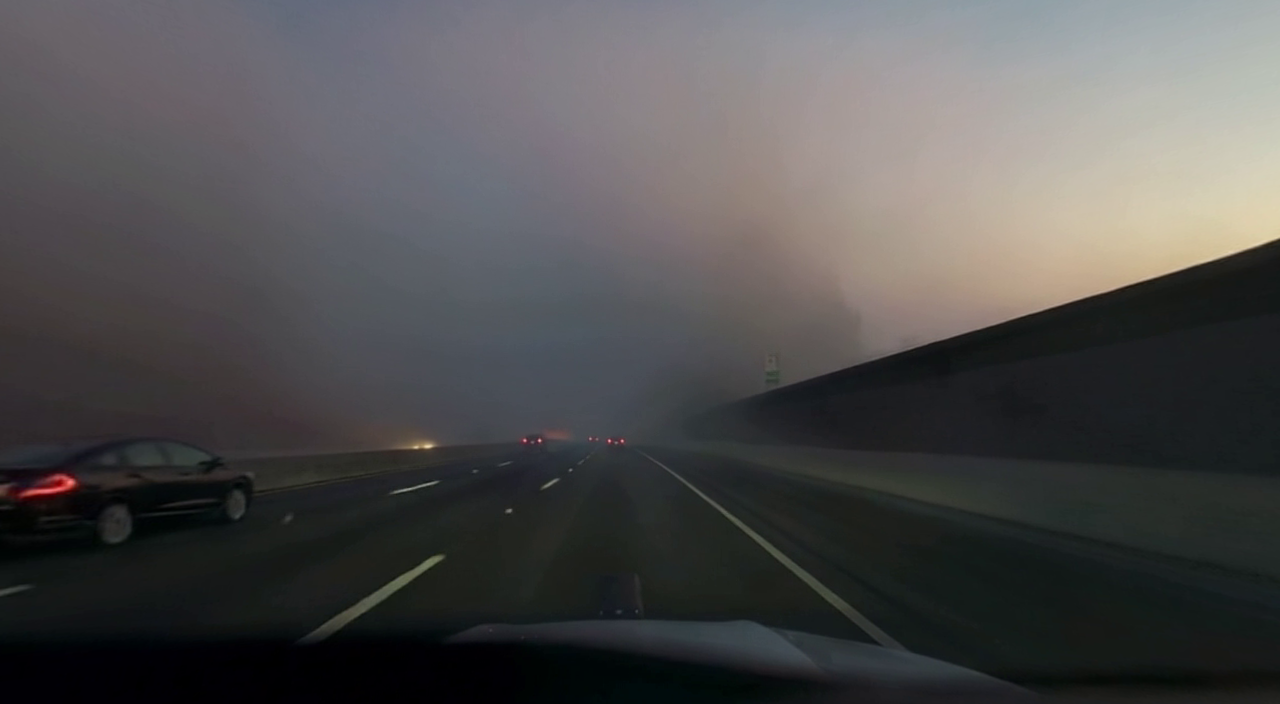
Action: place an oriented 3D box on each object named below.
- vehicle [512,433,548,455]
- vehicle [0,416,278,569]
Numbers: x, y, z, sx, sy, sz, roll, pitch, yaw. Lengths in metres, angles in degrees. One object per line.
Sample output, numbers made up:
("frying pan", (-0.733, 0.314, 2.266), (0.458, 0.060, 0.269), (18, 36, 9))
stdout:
("vehicle", (-7.928, 6.655, 45.763), (1.988, 1.505, 4.044), (0, -8, -2))
("vehicle", (-7.105, 1.705, 8.504), (1.972, 1.532, 4.222), (0, -8, -1))
